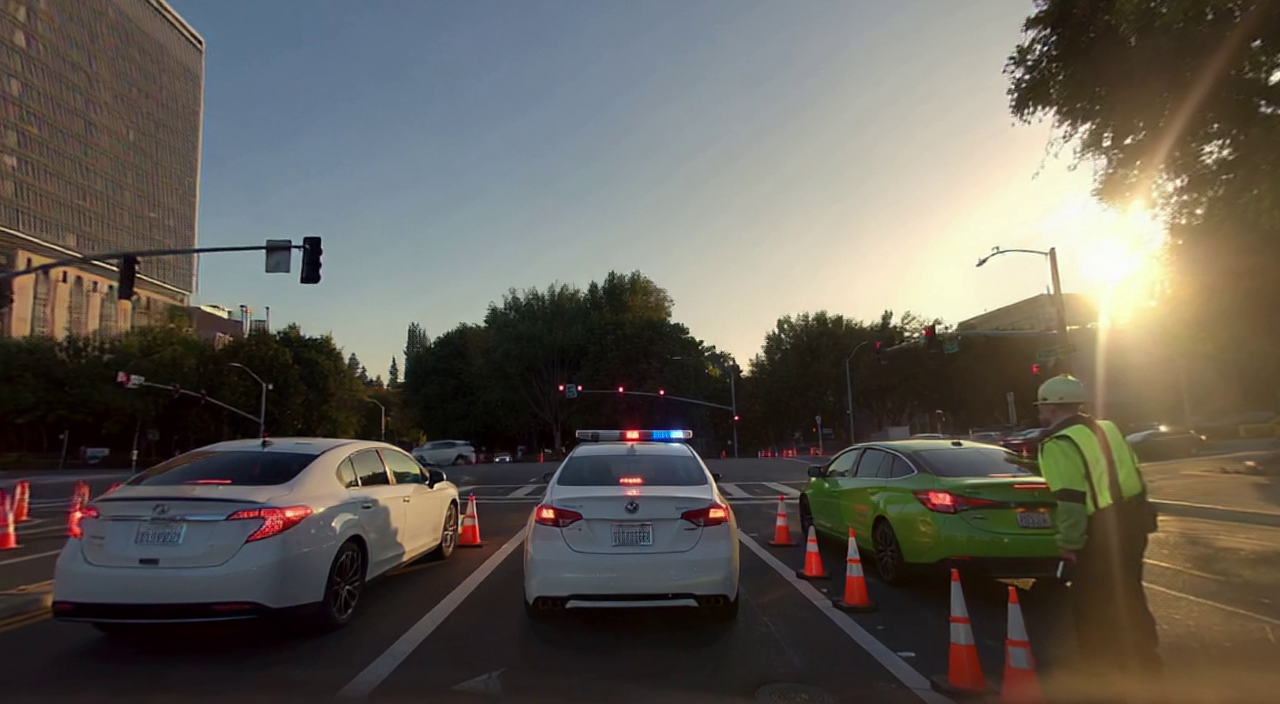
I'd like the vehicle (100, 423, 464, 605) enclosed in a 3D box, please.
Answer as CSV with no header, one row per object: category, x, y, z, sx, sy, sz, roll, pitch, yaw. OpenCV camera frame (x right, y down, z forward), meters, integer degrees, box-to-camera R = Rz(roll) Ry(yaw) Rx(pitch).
vehicle,-3.604,1.674,7.388,1.863,1.526,4.006,0,-8,1

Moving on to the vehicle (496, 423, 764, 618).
vehicle,-0.120,1.625,7.090,2.061,1.486,4.332,0,-8,-1

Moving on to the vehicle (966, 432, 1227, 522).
vehicle,9.370,2.578,13.597,1.957,1.576,4.670,0,-8,-3

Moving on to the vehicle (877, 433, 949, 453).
vehicle,21.616,7.219,49.895,4.827,1.484,1.883,0,-9,1
